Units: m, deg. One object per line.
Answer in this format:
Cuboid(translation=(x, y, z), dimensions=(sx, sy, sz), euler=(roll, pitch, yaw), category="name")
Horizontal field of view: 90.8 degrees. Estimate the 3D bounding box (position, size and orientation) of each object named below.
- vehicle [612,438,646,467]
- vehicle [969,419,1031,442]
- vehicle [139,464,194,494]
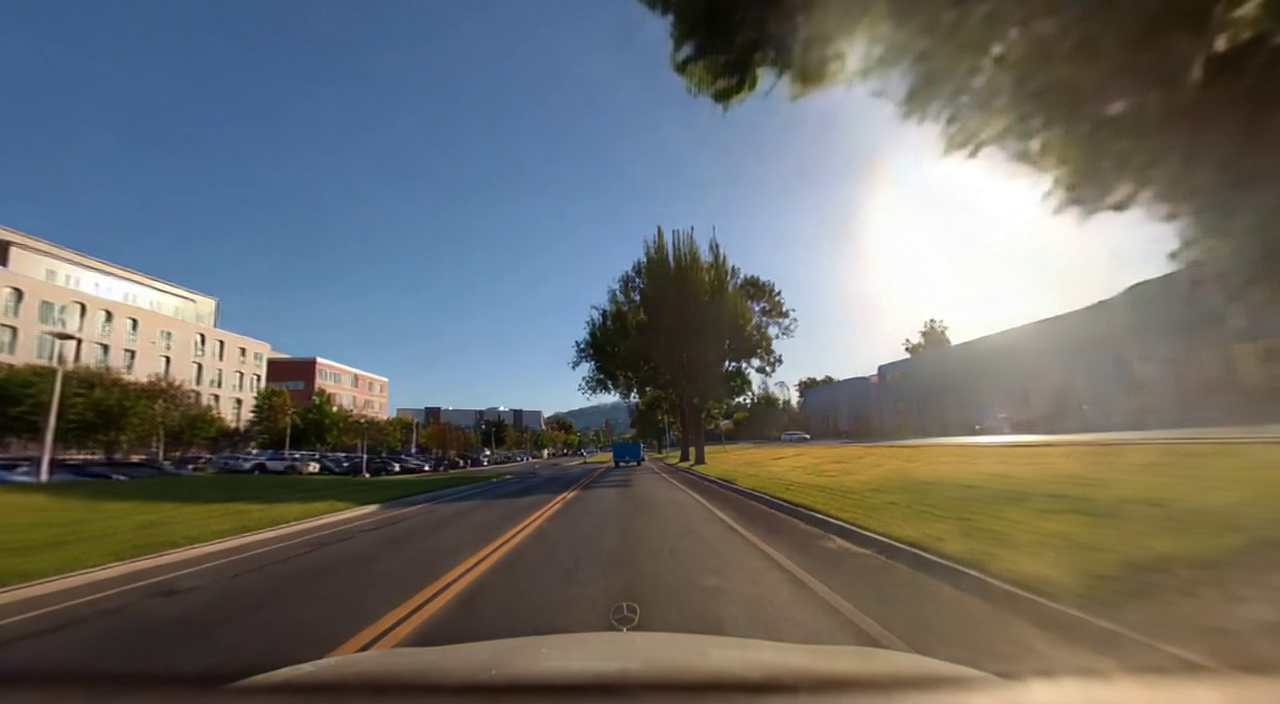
Cuboid(translation=(-0.889, 7.855, 49.593), dimensions=(2.556, 2.063, 5.578), euler=(0, -8, -1), category="vehicle")
Cuboid(translation=(25.448, 5.612, 44.784), dimensions=(1.816, 1.517, 3.920), euler=(1, -8, -6), category="vehicle")
Cuboid(translation=(-27.358, 7.270, 36.438), dimensions=(1.896, 1.481, 4.448), euler=(8, -11, -42), category="vehicle")
